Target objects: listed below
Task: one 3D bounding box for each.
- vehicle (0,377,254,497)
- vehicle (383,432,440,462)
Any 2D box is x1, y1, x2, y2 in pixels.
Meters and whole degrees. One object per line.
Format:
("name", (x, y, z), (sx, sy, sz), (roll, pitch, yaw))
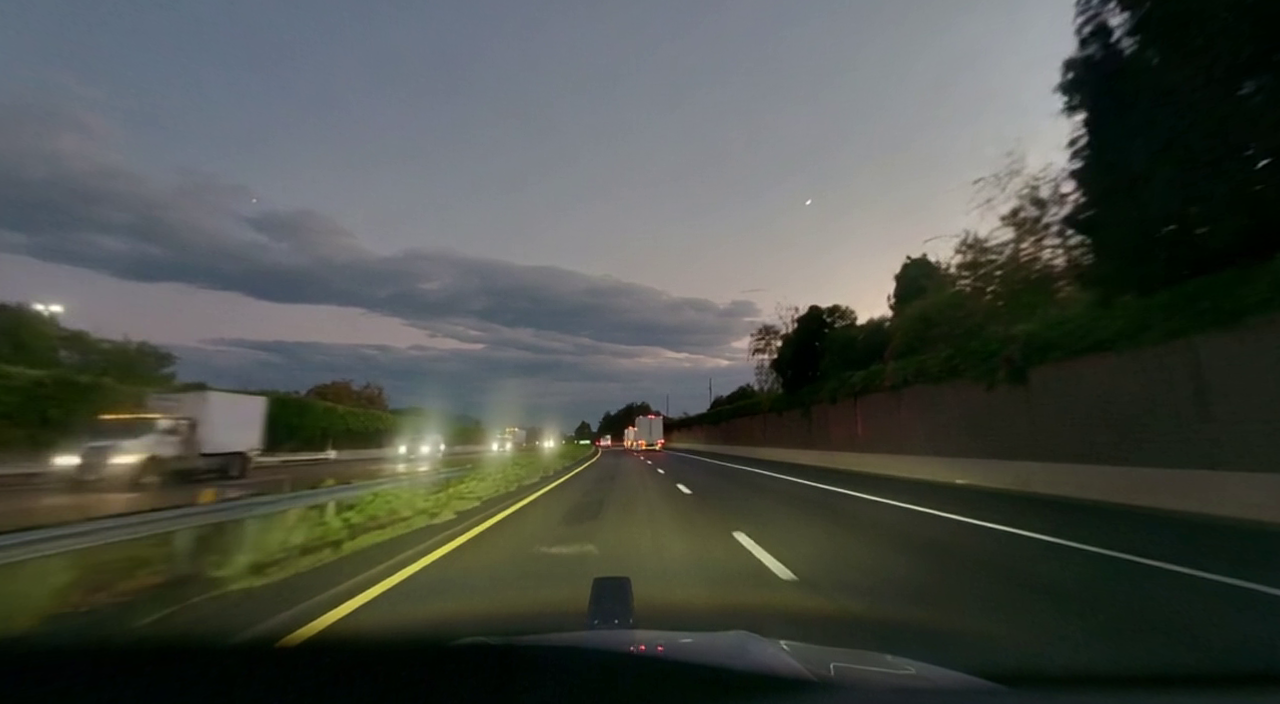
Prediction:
("vehicle", (-13.442, 2.311, 17.023), (2.294, 2.641, 5.907), (0, -8, -2))
("vehicle", (-13.652, 5.723, 37.886), (1.927, 1.660, 4.333), (0, -8, -1))
